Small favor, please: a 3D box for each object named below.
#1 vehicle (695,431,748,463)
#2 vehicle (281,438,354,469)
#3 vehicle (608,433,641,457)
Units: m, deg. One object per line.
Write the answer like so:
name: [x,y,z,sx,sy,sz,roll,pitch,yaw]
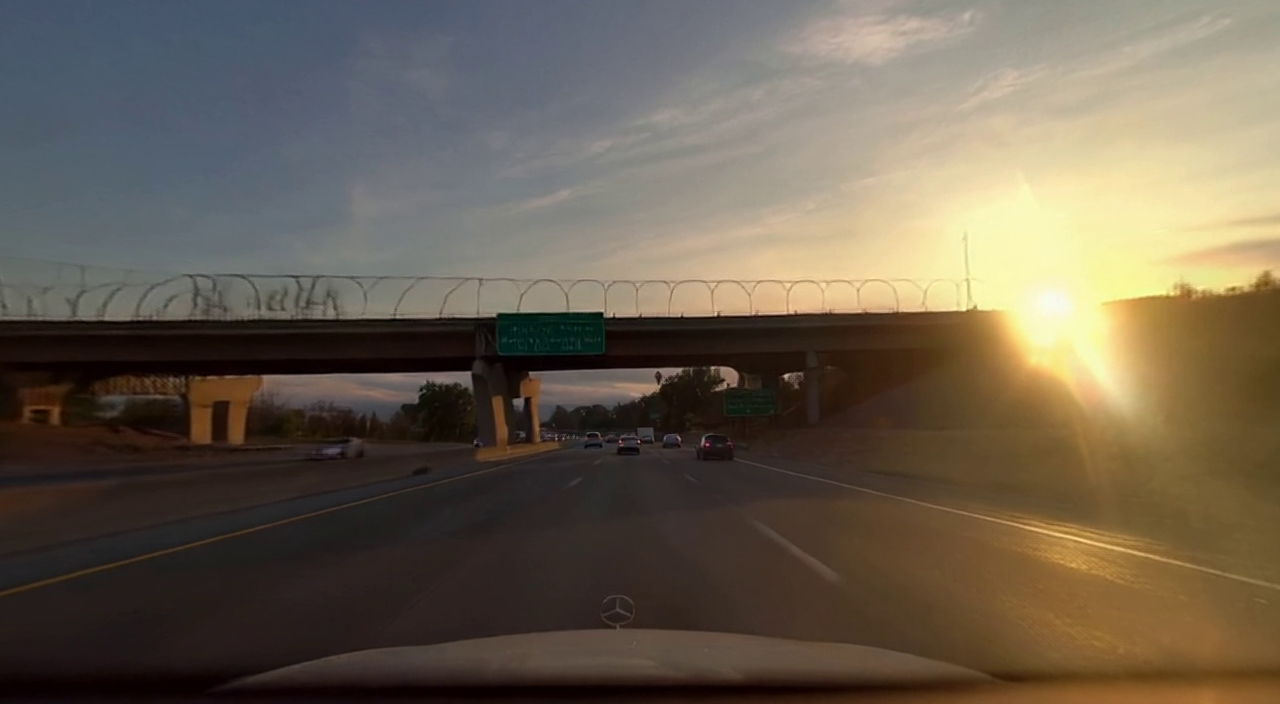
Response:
vehicle: [4.176,4.937,32.982,2.056,1.508,4.093,0,-8,-2]
vehicle: [-16.904,5.319,33.292,1.776,1.484,3.974,0,-8,-1]
vehicle: [-0.943,5.781,39.320,1.987,1.440,3.565,0,-8,-1]
